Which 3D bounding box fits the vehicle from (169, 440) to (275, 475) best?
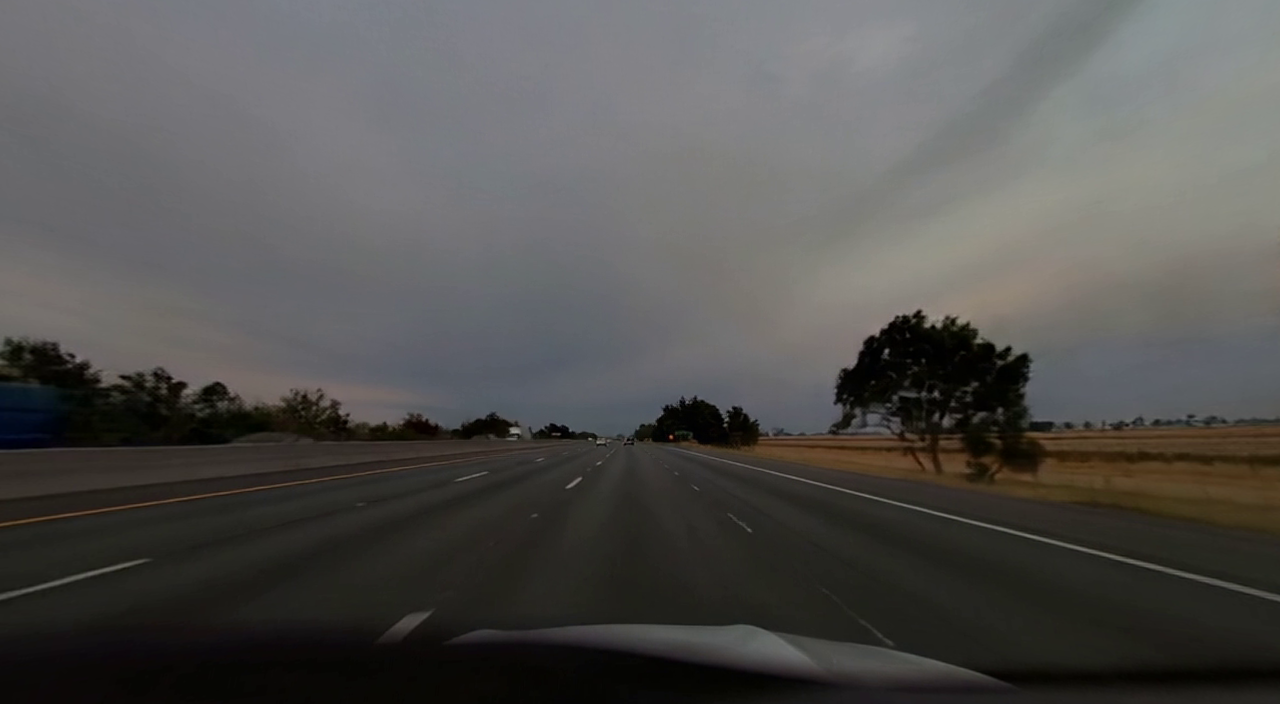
[{"bbox_3d":[-19.966,5.005,30.315,2.008,1.529,4.678,0,-8,-2],"label":"vehicle"}]
